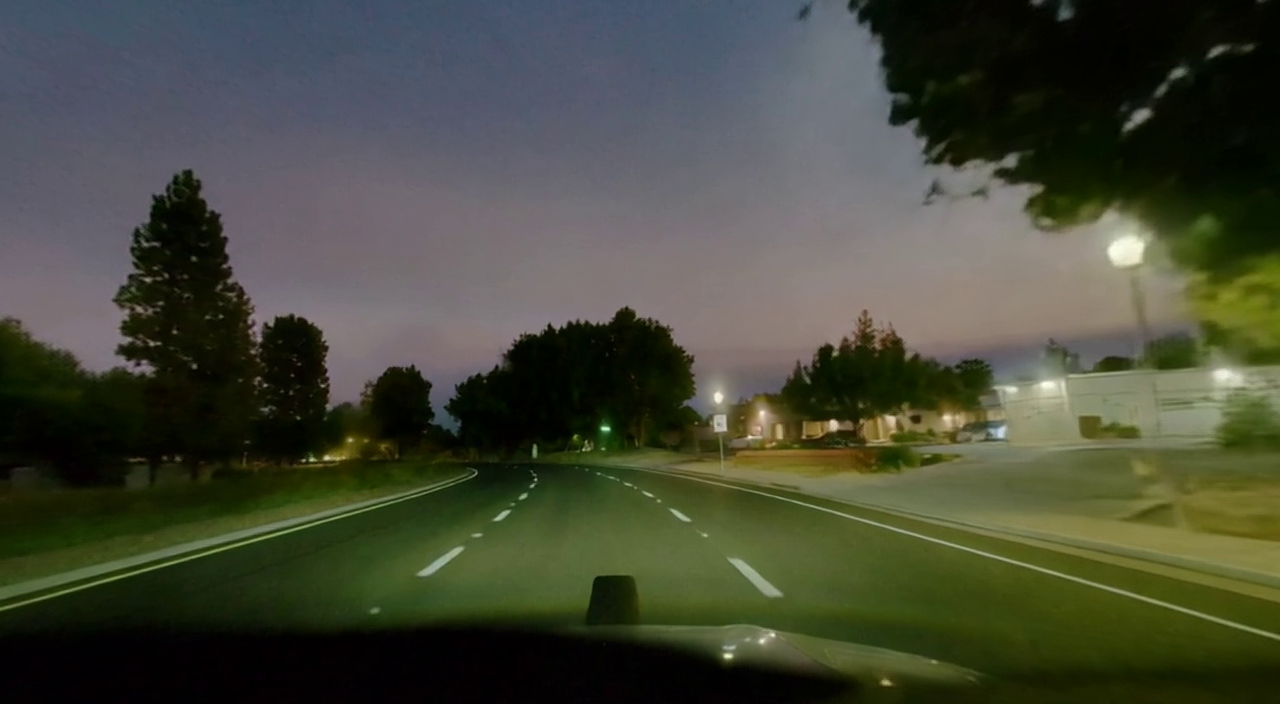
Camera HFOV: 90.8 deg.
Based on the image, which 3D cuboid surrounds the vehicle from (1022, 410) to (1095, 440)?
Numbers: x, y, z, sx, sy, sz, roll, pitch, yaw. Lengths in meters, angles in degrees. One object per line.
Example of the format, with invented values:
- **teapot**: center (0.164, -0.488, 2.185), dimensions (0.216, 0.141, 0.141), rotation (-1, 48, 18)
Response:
- **vehicle**: center (25.798, 4.520, 38.898), dimensions (4.147, 1.680, 2.441), rotation (6, -11, -38)

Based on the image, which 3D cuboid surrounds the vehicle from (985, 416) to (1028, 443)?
- **vehicle**: center (23.802, 5.000, 40.950), dimensions (2.033, 1.533, 4.370), rotation (-9, -10, 31)

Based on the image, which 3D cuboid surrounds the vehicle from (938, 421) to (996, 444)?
- **vehicle**: center (22.126, 5.471, 42.661), dimensions (4.230, 1.459, 1.889), rotation (7, -12, -40)
